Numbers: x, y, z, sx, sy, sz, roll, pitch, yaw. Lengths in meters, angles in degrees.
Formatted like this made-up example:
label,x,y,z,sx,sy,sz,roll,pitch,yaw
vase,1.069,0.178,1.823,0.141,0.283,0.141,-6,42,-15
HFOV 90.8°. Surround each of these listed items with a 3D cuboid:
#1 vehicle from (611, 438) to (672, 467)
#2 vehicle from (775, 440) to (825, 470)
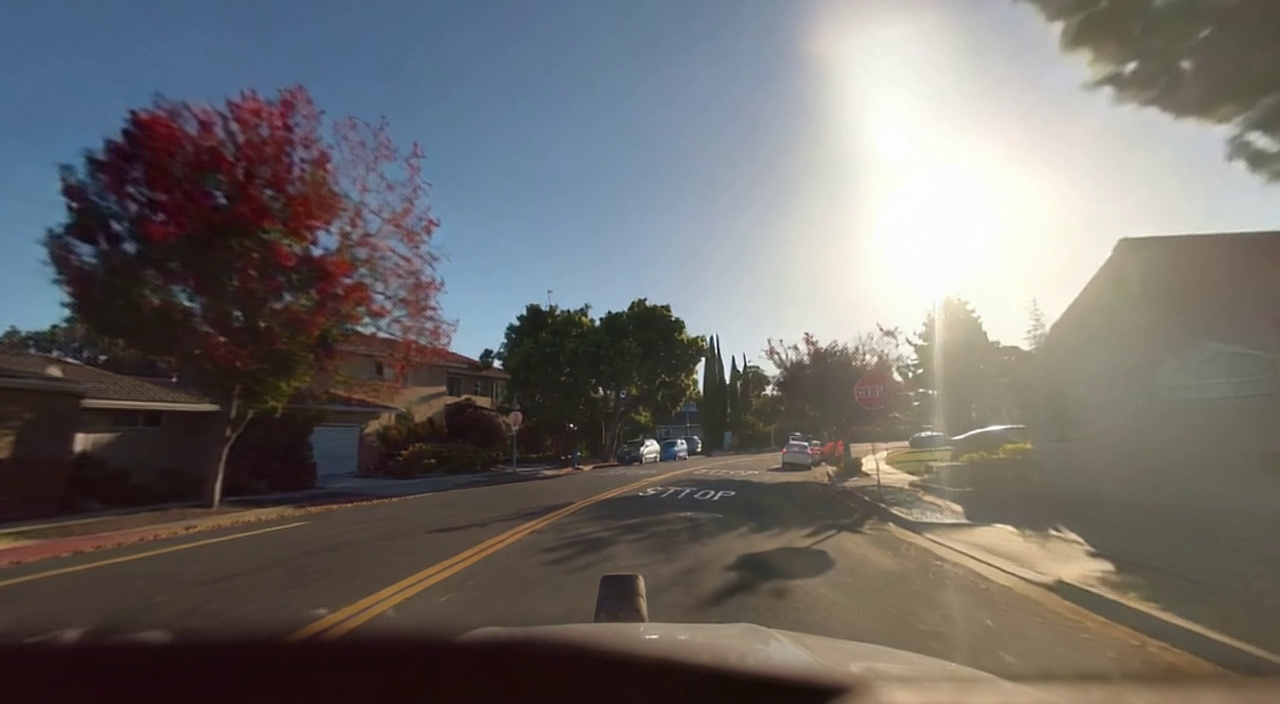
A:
label,x,y,z,sx,sy,sz,roll,pitch,yaw
vehicle,0.179,6.234,39.388,2.030,1.696,4.828,-4,-9,23
vehicle,8.721,5.549,34.185,2.045,1.478,4.914,-3,-9,20
